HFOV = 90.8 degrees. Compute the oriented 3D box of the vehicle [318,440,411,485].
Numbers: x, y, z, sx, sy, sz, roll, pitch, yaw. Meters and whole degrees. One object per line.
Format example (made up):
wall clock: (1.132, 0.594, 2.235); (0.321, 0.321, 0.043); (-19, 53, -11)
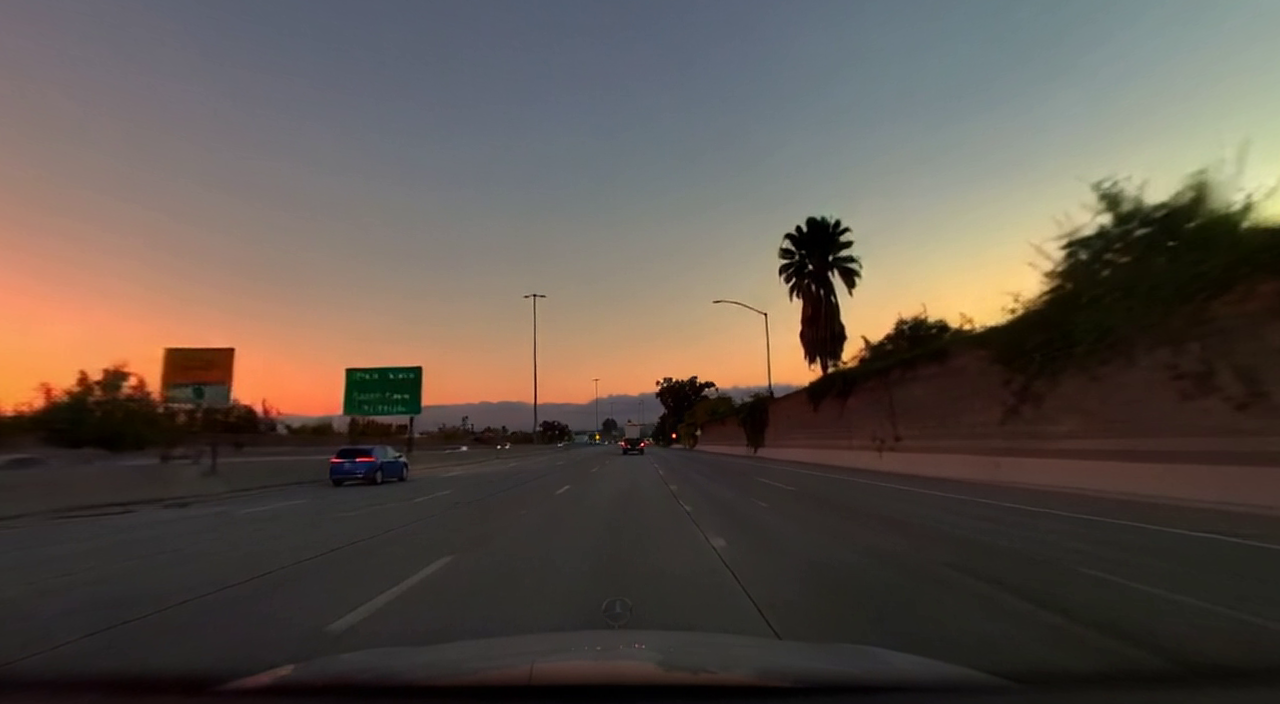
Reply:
vehicle: (-10.978, 4.428, 25.565); (1.897, 1.653, 4.113); (0, -8, 0)
